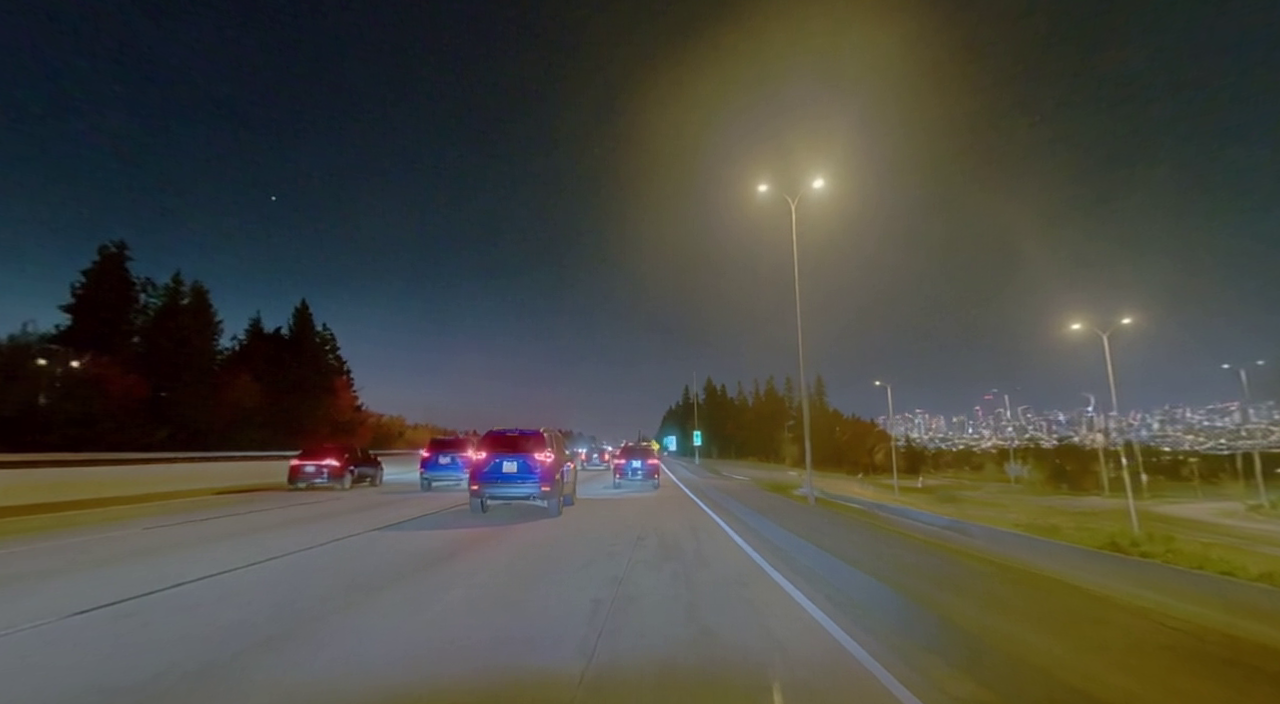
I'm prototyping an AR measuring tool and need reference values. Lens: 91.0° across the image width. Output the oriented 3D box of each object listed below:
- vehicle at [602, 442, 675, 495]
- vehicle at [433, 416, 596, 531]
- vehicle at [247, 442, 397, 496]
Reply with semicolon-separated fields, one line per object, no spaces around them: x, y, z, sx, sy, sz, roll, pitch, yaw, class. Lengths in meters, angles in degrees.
-0.020;3.656;20.071;2.068;1.488;4.045;0;-9;1;vehicle
-2.130;2.227;12.037;2.123;1.798;4.108;0;-9;2;vehicle
-9.605;3.556;19.574;2.126;1.480;4.589;0;-9;2;vehicle
